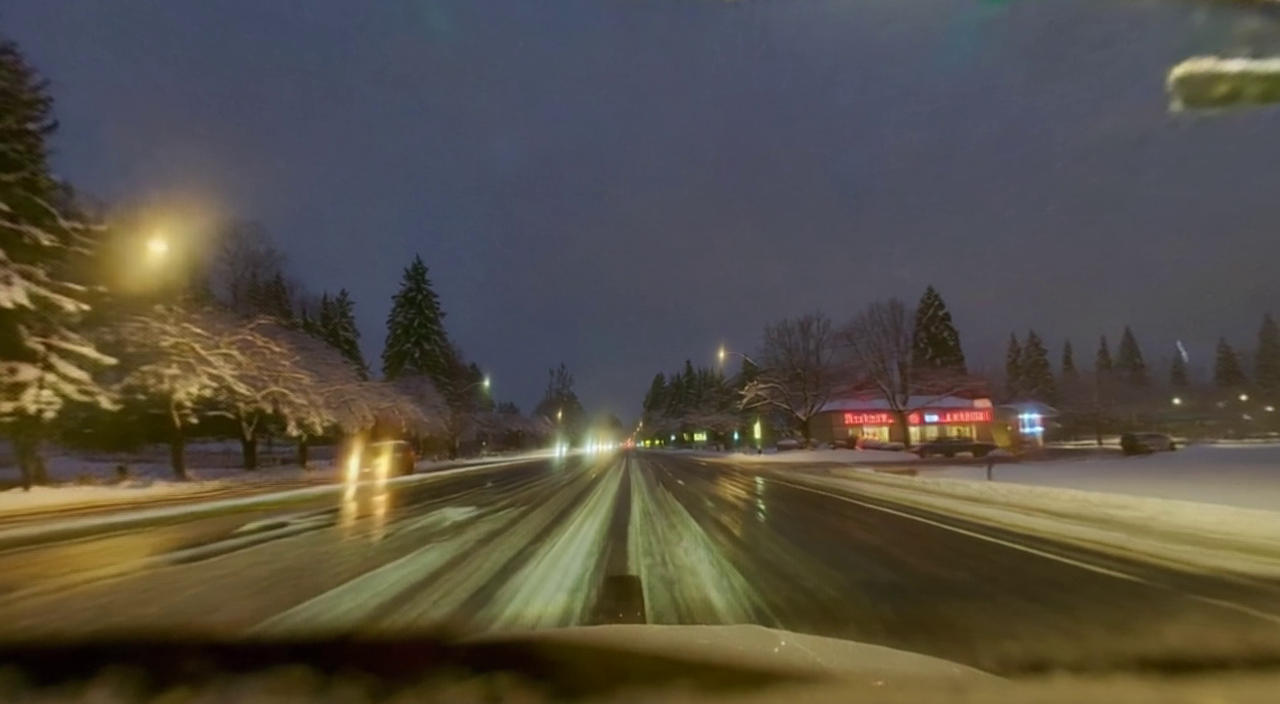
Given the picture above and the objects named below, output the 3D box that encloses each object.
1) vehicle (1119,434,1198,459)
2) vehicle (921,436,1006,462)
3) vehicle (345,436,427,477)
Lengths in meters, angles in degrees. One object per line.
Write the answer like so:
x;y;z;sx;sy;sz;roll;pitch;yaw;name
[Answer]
34.830;6.351;42.490;3.698;1.478;1.811;-2;-8;-2;vehicle
21.644;6.495;42.368;4.620;1.475;1.904;-3;-8;-3;vehicle
-13.066;5.377;32.885;2.237;1.950;5.039;0;-8;-1;vehicle
